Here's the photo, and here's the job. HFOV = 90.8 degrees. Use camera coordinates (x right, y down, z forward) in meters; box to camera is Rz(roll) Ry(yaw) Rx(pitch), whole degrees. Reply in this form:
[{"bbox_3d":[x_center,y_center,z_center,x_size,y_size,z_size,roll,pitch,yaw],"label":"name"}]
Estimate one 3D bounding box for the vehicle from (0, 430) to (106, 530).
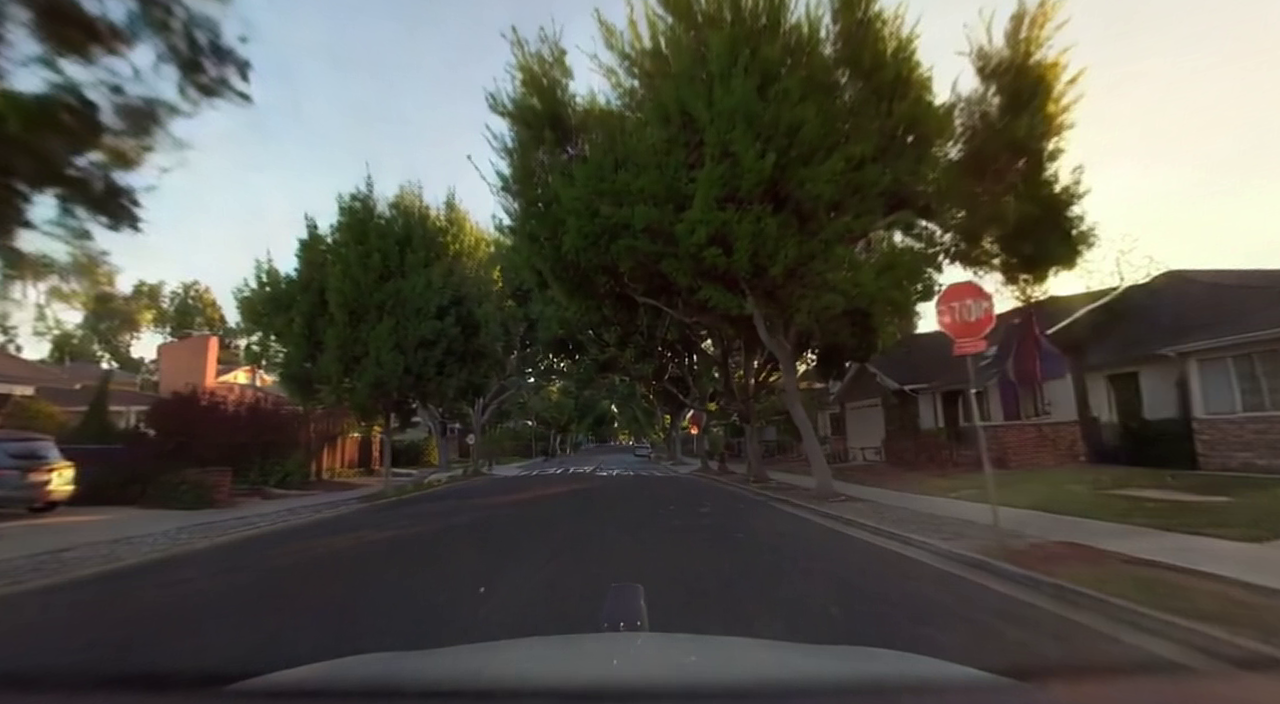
[{"bbox_3d":[-14.358,2.565,12.934,4.809,1.865,2.093,0,-9,-2],"label":"vehicle"}]
